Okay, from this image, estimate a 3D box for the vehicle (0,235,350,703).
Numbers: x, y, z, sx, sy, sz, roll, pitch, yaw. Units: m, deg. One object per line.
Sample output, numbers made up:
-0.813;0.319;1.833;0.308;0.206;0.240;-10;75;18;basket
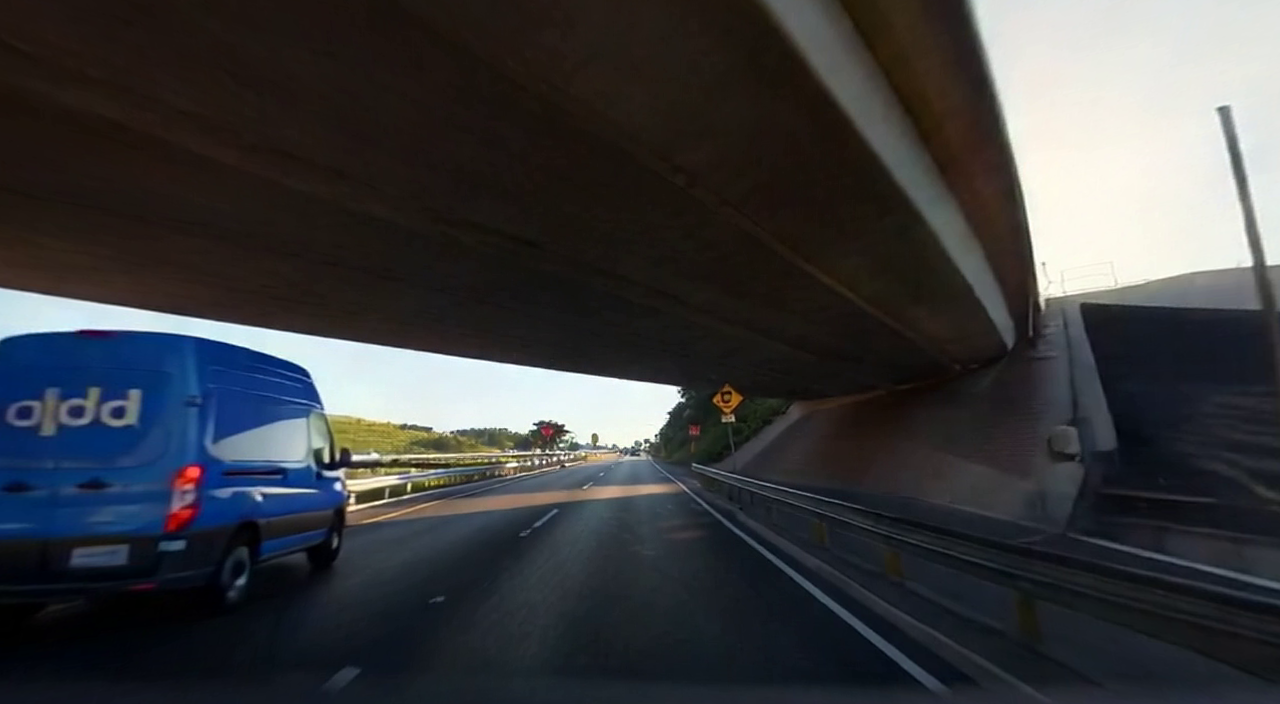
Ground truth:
-5.103;1.129;6.708;2.463;2.640;7.034;2;-9;-16;vehicle
